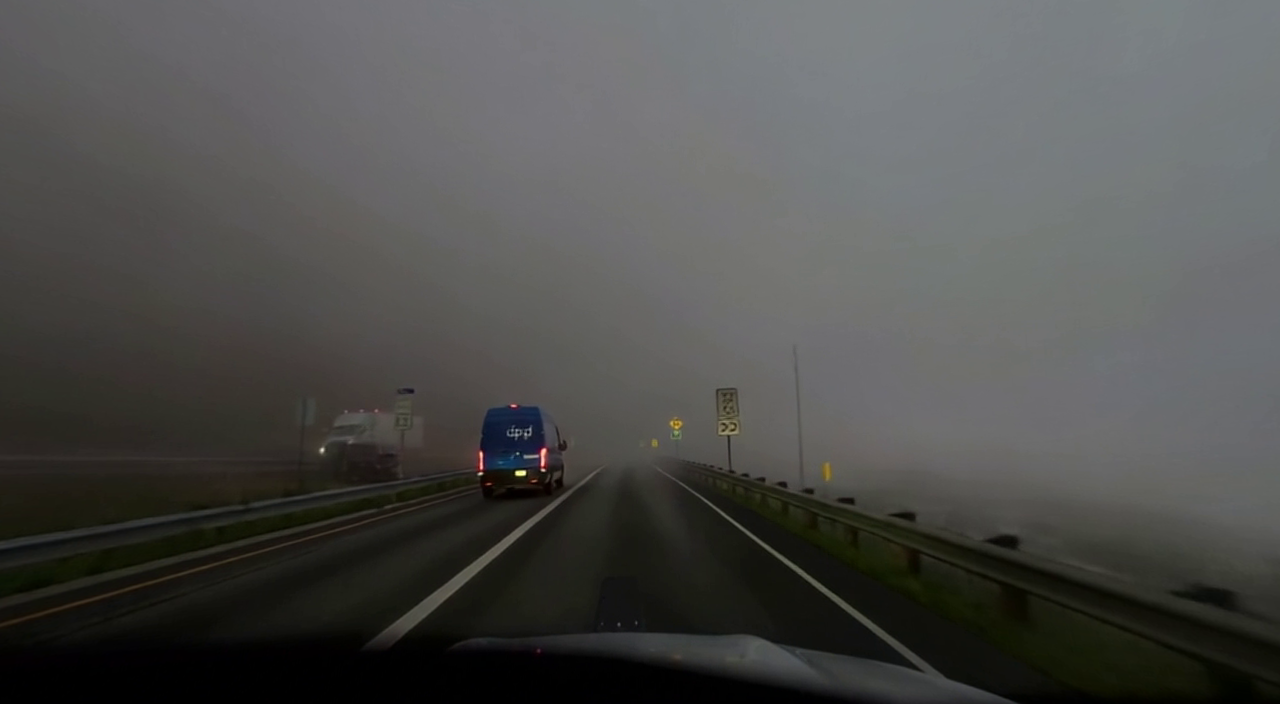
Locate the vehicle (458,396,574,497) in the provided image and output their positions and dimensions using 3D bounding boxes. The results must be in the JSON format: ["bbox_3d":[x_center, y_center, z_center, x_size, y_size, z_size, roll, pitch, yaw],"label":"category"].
[{"bbox_3d":[-3.623,3.027,20.100,2.463,2.640,7.034,0,-9,-2],"label":"vehicle"}]

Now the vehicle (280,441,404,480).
[{"bbox_3d":[-12.543,4.594,26.721,4.396,1.557,1.952,2,-9,-15],"label":"vehicle"}]
